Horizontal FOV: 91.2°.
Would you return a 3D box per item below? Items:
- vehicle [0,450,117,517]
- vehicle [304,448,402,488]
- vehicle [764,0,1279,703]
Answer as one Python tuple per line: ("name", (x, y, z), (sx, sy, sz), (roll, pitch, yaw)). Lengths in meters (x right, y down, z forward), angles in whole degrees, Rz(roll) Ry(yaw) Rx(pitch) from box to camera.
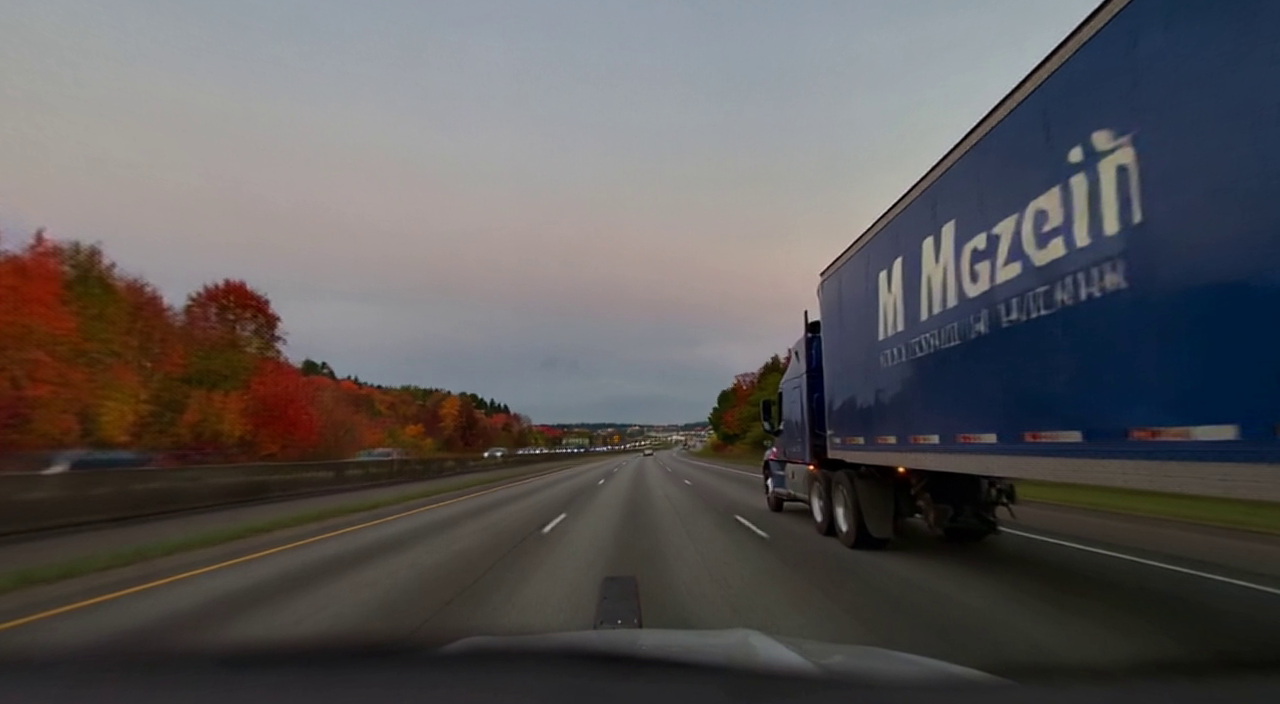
("vehicle", (-15.430, 3.116, 15.036), (1.881, 1.512, 4.433), (0, -9, 0))
("vehicle", (-11.857, 4.814, 26.293), (1.914, 1.511, 4.556), (0, -9, 0))
("vehicle", (4.143, 0.051, 4.514), (3.003, 3.880, 16.814), (0, -9, 0))
